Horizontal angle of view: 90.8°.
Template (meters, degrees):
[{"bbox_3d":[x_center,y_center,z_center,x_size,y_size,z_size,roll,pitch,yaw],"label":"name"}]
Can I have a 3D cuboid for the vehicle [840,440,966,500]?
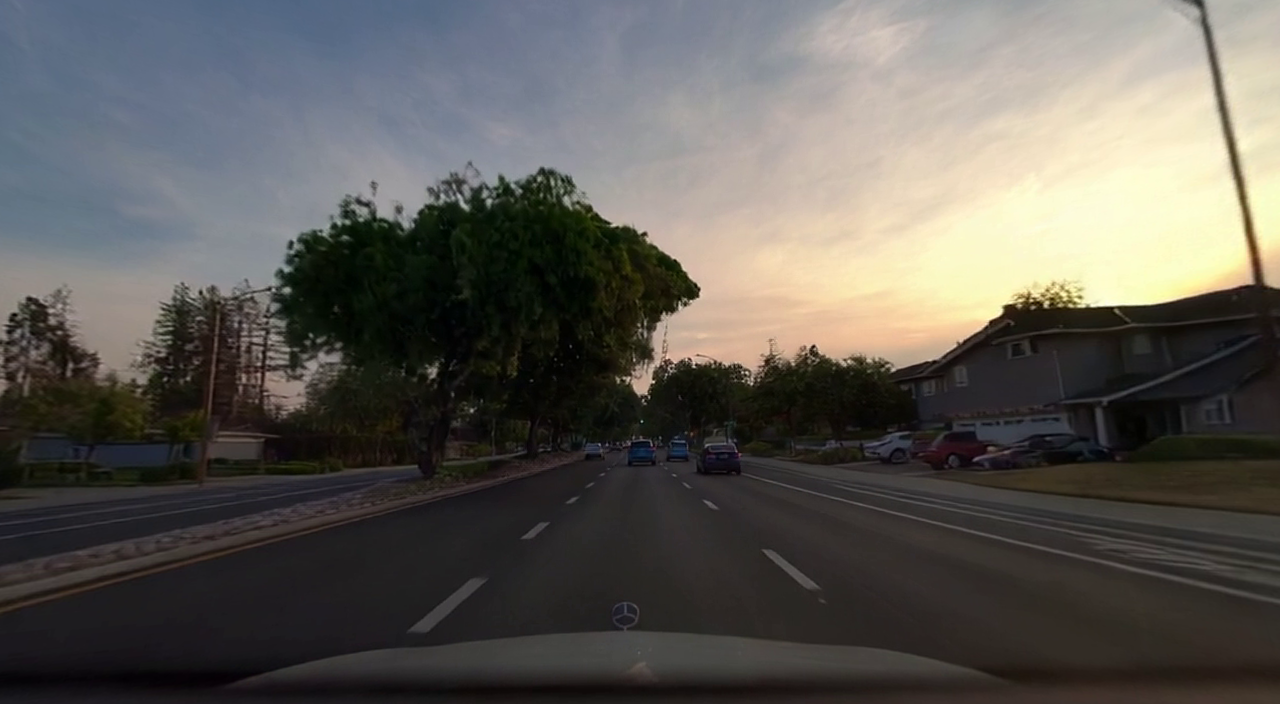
[{"bbox_3d":[7.733,3.478,19.114,1.913,1.566,4.354,0,-8,0],"label":"vehicle"}]

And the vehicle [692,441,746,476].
[{"bbox_3d":[3.491,4.781,28.549,1.830,1.451,4.009,0,-8,-1],"label":"vehicle"}]

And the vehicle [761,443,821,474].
[{"bbox_3d":[7.732,5.499,32.854,1.965,1.486,4.707,0,-8,0],"label":"vehicle"}]

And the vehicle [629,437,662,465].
[{"bbox_3d":[0.337,6.617,42.221,2.043,1.734,4.253,0,-8,-2],"label":"vehicle"}]

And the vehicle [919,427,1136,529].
[{"bbox_3d":[7.725,2.515,13.168,1.933,1.759,3.900,0,-8,-1],"label":"vehicle"}]
